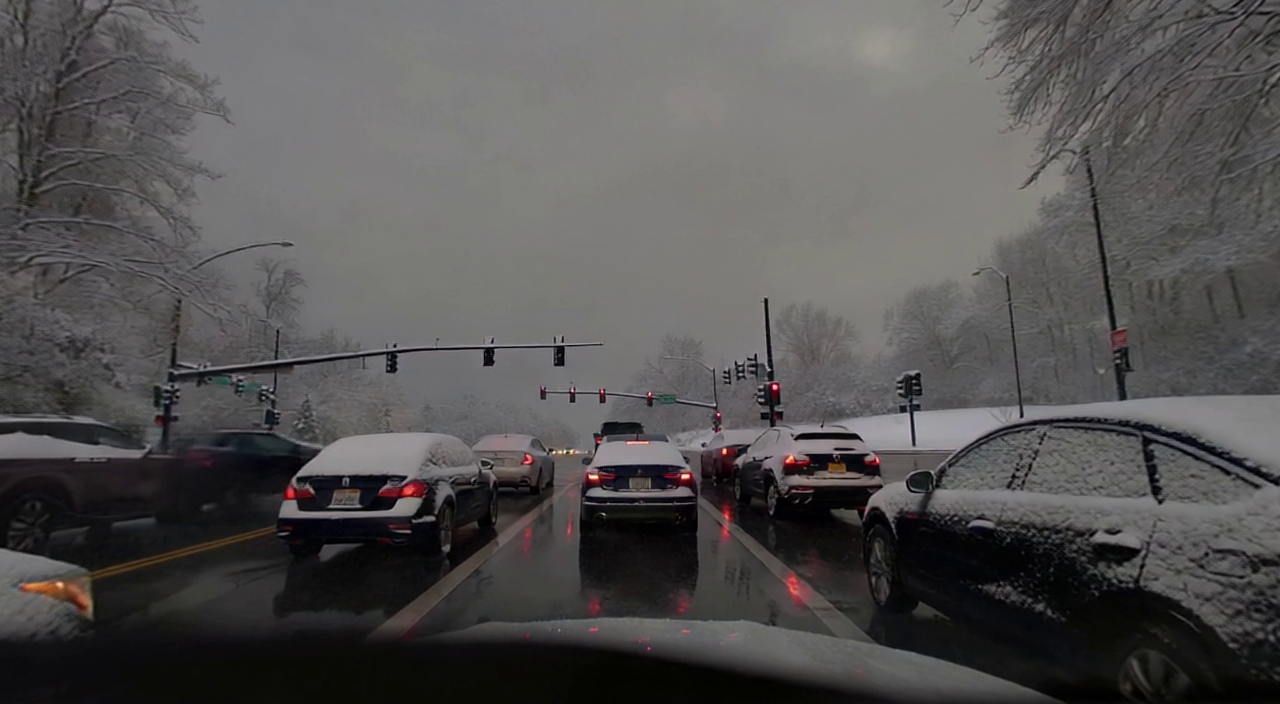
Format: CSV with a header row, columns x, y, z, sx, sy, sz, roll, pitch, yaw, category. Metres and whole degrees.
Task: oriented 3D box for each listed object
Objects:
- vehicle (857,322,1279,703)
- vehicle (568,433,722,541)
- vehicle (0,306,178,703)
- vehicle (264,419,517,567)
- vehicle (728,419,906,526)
x,y,z,sx,sy,sz,roll,pitch,yaw,category
3.155,0.989,3.738,2.074,1.685,4.387,0,-8,-1,vehicle
0.004,2.098,10.424,2.076,1.438,3.770,0,-8,-2,vehicle
-3.200,0.497,0.603,2.079,1.756,4.676,0,-8,-2,vehicle
-3.061,1.811,8.895,1.896,1.546,4.378,0,-8,-2,vehicle
3.072,2.196,12.018,2.106,1.667,4.101,0,-8,-1,vehicle
